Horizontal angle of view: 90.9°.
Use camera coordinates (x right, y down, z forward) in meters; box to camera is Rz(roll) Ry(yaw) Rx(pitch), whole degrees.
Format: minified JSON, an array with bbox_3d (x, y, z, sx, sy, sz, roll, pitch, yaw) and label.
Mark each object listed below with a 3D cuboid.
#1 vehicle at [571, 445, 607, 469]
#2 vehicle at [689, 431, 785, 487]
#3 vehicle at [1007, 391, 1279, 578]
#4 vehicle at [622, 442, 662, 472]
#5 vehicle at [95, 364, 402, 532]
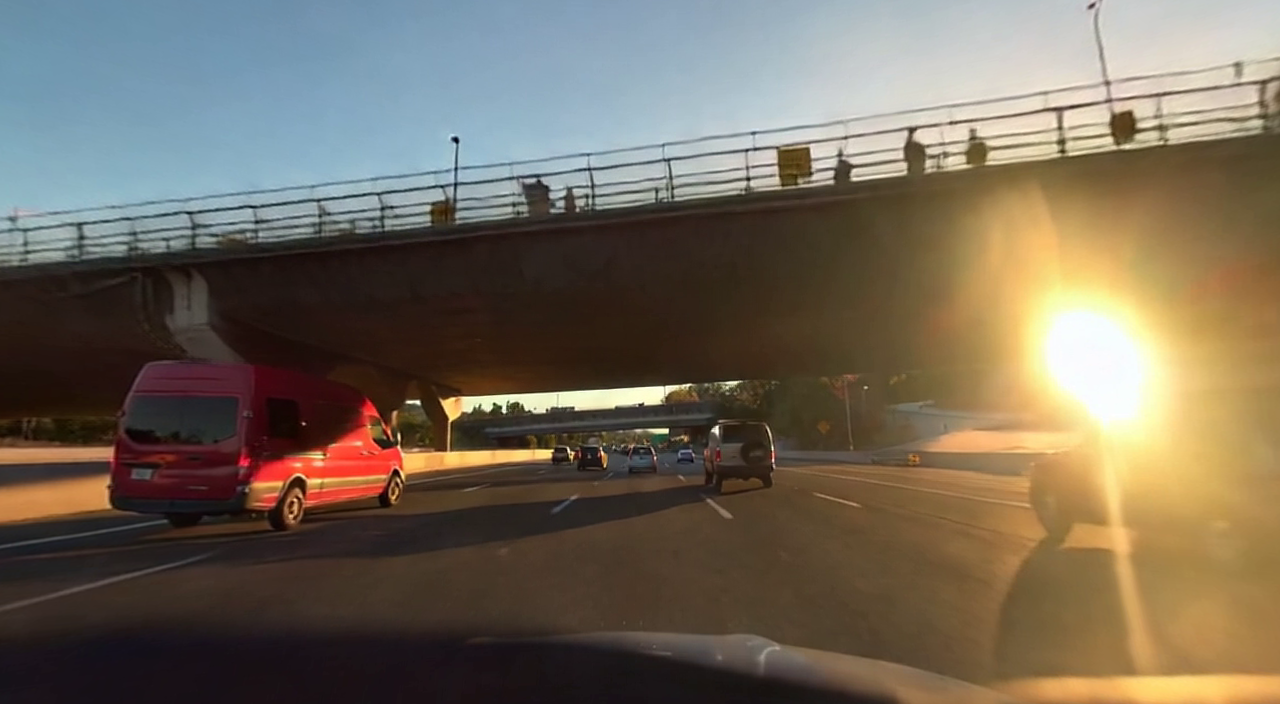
[{"bbox_3d":[-3.352,6.989,42.203,1.970,1.483,4.071,0,-9,1],"label":"vehicle"},{"bbox_3d":[3.571,4.127,24.643,2.777,1.895,5.710,0,-9,-1],"label":"vehicle"},{"bbox_3d":[7.509,1.571,7.958,2.304,1.840,5.706,0,-9,0],"label":"vehicle"},{"bbox_3d":[0.107,5.965,36.072,2.115,1.617,4.102,0,-9,0],"label":"vehicle"},{"bbox_3d":[-7.589,2.029,13.534,2.336,2.708,6.421,0,-9,1],"label":"vehicle"}]
